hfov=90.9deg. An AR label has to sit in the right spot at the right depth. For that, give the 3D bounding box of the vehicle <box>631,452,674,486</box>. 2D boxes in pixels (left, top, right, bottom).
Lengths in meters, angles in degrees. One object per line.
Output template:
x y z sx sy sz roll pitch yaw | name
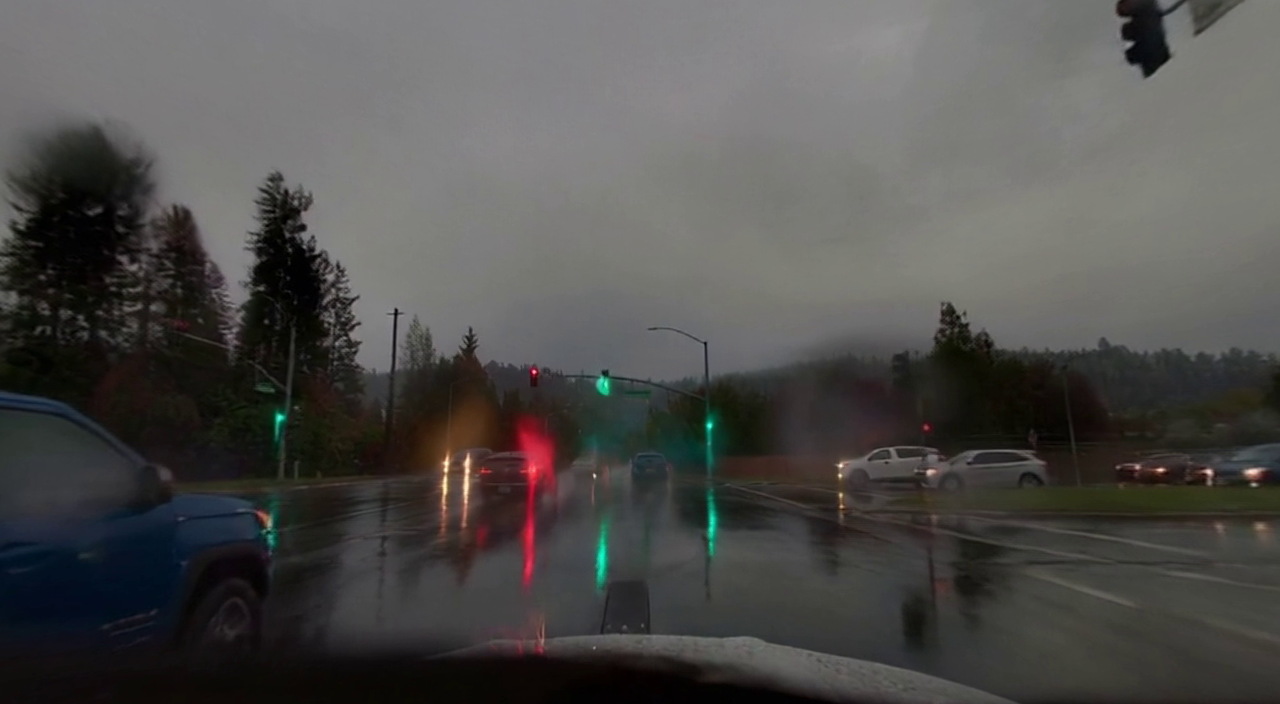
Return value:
0.611 6.227 33.931 2.163 1.678 3.846 0 -9 0 | vehicle

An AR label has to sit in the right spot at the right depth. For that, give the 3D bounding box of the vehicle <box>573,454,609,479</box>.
-3.239 7.676 42.479 2.013 1.474 4.393 0 -9 1 | vehicle

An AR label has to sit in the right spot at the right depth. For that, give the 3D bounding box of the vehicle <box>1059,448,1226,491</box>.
18.717 4.371 23.645 4.478 1.495 2.063 0 -9 0 | vehicle

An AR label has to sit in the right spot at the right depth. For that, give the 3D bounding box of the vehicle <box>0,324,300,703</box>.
-3.168 0.705 1.402 2.190 1.766 4.649 0 -9 0 | vehicle

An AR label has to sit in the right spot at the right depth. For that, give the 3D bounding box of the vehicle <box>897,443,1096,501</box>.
10.958 3.765 19.697 4.875 1.473 2.077 -2 -12 -1 | vehicle

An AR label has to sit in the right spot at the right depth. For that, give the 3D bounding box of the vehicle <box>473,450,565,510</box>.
-3.361 3.597 18.182 1.960 1.528 3.490 0 -9 0 | vehicle

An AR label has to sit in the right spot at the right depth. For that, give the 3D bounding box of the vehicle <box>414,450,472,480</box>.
-13.476 7.713 43.491 2.039 1.904 5.701 0 -9 2 | vehicle
